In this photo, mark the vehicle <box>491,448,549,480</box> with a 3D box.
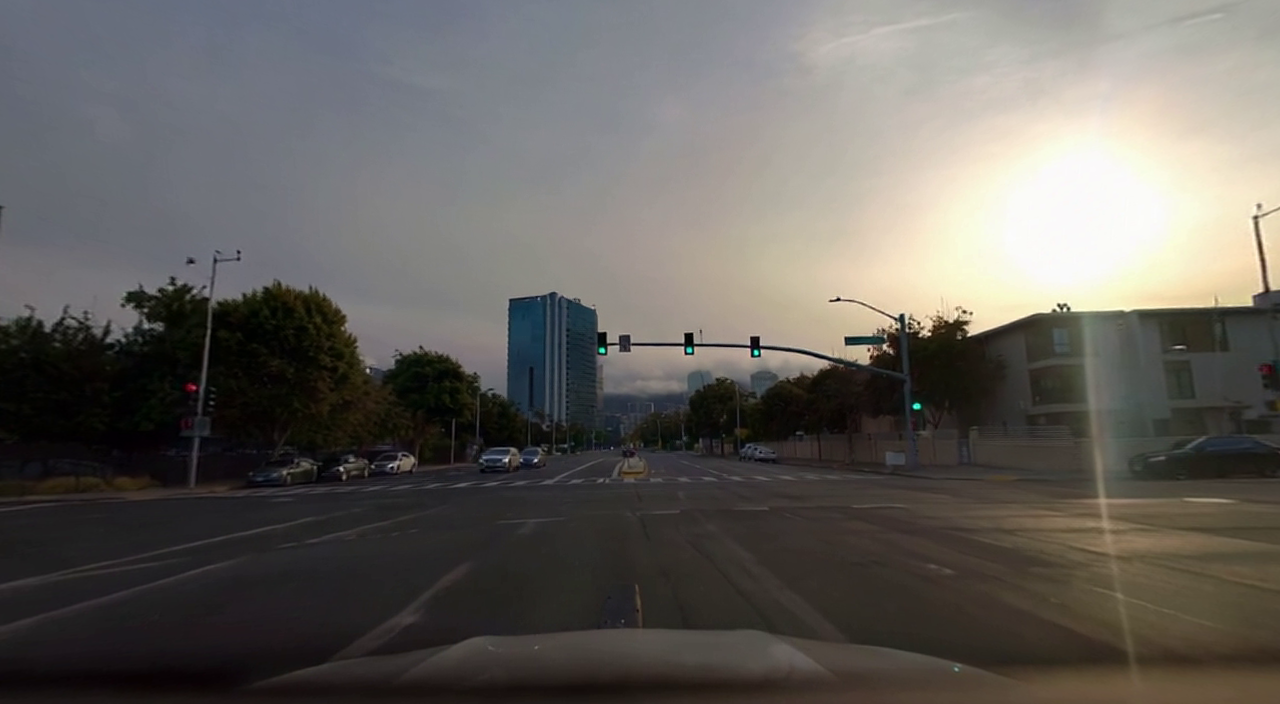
[{"bbox_3d":[-6.034,5.684,32.188,2.154,1.501,4.416,0,-8,-1],"label":"vehicle"}]

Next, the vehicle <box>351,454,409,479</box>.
[{"bbox_3d":[-16.893,7.418,40.997,1.804,1.486,4.625,0,-8,0],"label":"vehicle"}]

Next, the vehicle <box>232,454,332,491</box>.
[{"bbox_3d":[-16.631,5.599,29.497,2.055,1.506,4.663,0,-9,-2],"label":"vehicle"}]

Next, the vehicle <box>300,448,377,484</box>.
[{"bbox_3d":[-16.850,6.358,35.377,1.960,1.819,5.018,0,-9,-2],"label":"vehicle"}]
